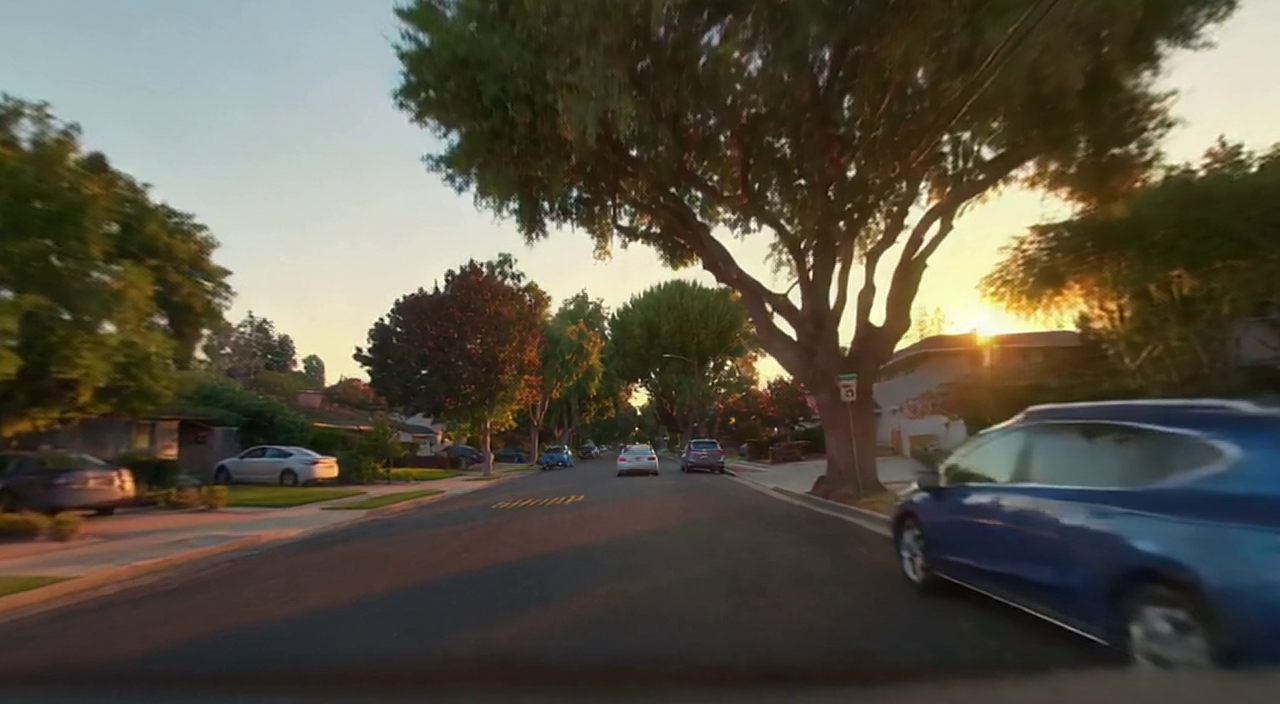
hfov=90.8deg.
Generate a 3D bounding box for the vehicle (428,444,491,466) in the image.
[{"bbox_3d":[-13.390,7.658,47.027,4.129,1.523,1.839,0,-8,0],"label":"vehicle"}]

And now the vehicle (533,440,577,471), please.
[{"bbox_3d":[-5.649,6.936,42.543,2.126,1.816,4.796,-3,-8,1],"label":"vehicle"}]

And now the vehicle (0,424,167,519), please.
[{"bbox_3d":[-13.309,2.505,13.402,4.836,1.831,1.982,0,-8,-2],"label":"vehicle"}]

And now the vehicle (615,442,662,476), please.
[{"bbox_3d":[-0.071,4.918,29.294,2.000,1.449,4.006,0,-8,0],"label":"vehicle"}]

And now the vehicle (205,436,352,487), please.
[{"bbox_3d":[-13.453,4.076,23.725,4.253,1.772,1.980,0,-8,-3],"label":"vehicle"}]

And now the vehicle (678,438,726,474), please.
[{"bbox_3d":[3.128,5.367,32.859,1.978,1.690,4.306,0,-8,-1],"label":"vehicle"}]

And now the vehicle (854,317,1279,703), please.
[{"bbox_3d":[3.464,1.025,4.041,2.135,1.809,5.682,0,-8,-1],"label":"vehicle"}]
